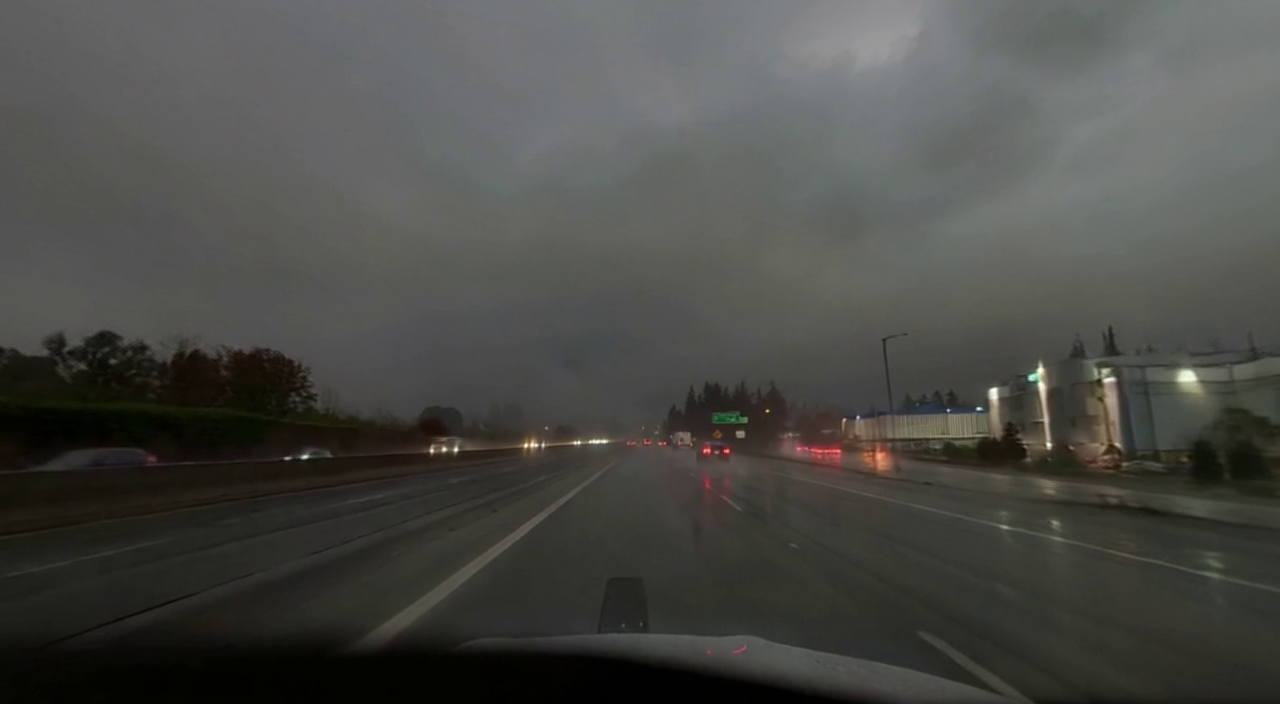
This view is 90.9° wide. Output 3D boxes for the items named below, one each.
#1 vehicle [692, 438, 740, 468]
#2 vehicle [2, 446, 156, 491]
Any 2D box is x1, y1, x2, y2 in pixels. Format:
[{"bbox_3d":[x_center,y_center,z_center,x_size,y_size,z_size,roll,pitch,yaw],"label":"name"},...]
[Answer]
[{"bbox_3d":[4.085,5.476,34.401,2.062,1.518,4.026,0,-8,-1],"label":"vehicle"},{"bbox_3d":[-24.173,4.988,27.499,2.027,1.763,5.013,0,-8,1],"label":"vehicle"}]
